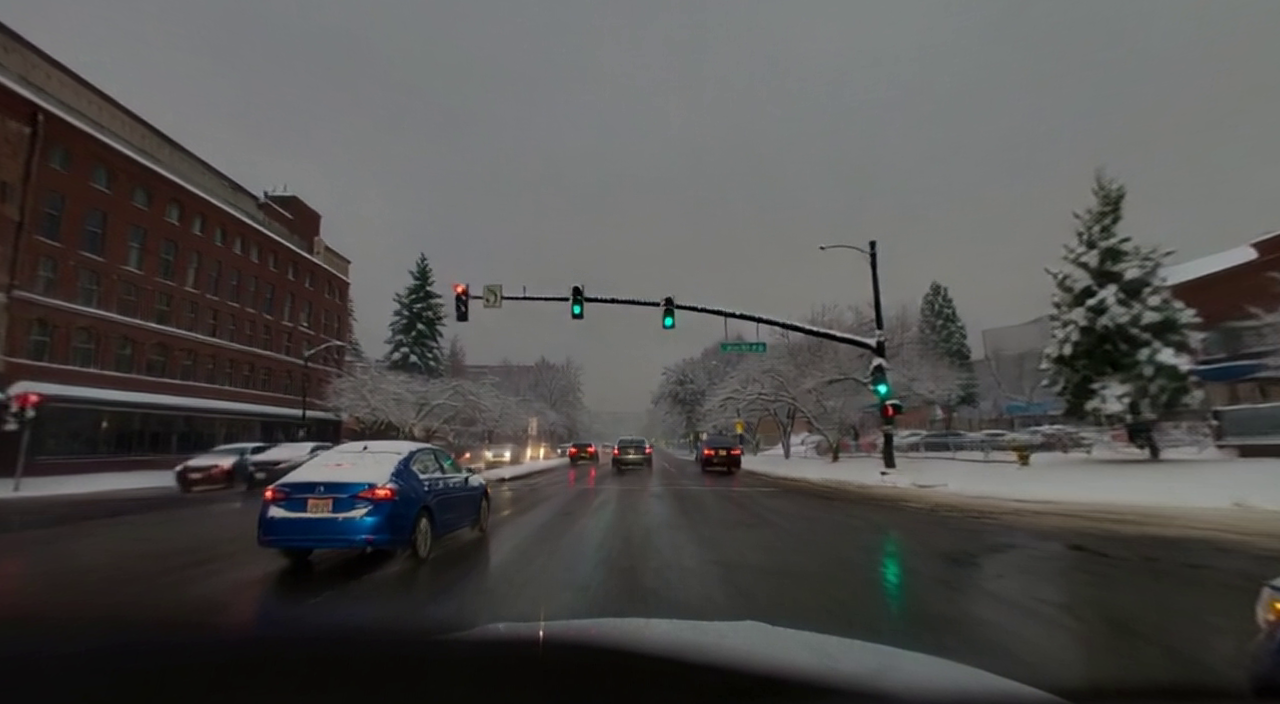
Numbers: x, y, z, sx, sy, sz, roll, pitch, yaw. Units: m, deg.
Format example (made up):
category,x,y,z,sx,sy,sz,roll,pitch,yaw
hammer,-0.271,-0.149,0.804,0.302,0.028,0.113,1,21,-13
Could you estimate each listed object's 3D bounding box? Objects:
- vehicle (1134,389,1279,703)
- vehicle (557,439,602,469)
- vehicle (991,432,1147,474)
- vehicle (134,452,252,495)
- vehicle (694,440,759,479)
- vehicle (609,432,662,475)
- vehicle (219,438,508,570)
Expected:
category,x,y,z,sx,sy,sz,roll,pitch,yaw
vehicle,3.305,0.643,0.595,2.052,1.475,4.540,0,-8,1
vehicle,-3.474,5.931,36.911,2.130,1.645,3.995,0,-8,1
vehicle,16.109,3.805,23.854,4.407,1.492,1.930,-1,-8,2
vehicle,-19.447,5.260,27.678,1.988,1.625,4.260,0,-8,1
vehicle,3.525,4.473,26.515,2.058,1.472,4.317,0,-8,0
vehicle,-0.201,4.925,30.915,2.361,1.898,4.465,0,-8,0
vehicle,-3.356,1.888,8.686,2.115,1.369,3.908,0,-8,2
